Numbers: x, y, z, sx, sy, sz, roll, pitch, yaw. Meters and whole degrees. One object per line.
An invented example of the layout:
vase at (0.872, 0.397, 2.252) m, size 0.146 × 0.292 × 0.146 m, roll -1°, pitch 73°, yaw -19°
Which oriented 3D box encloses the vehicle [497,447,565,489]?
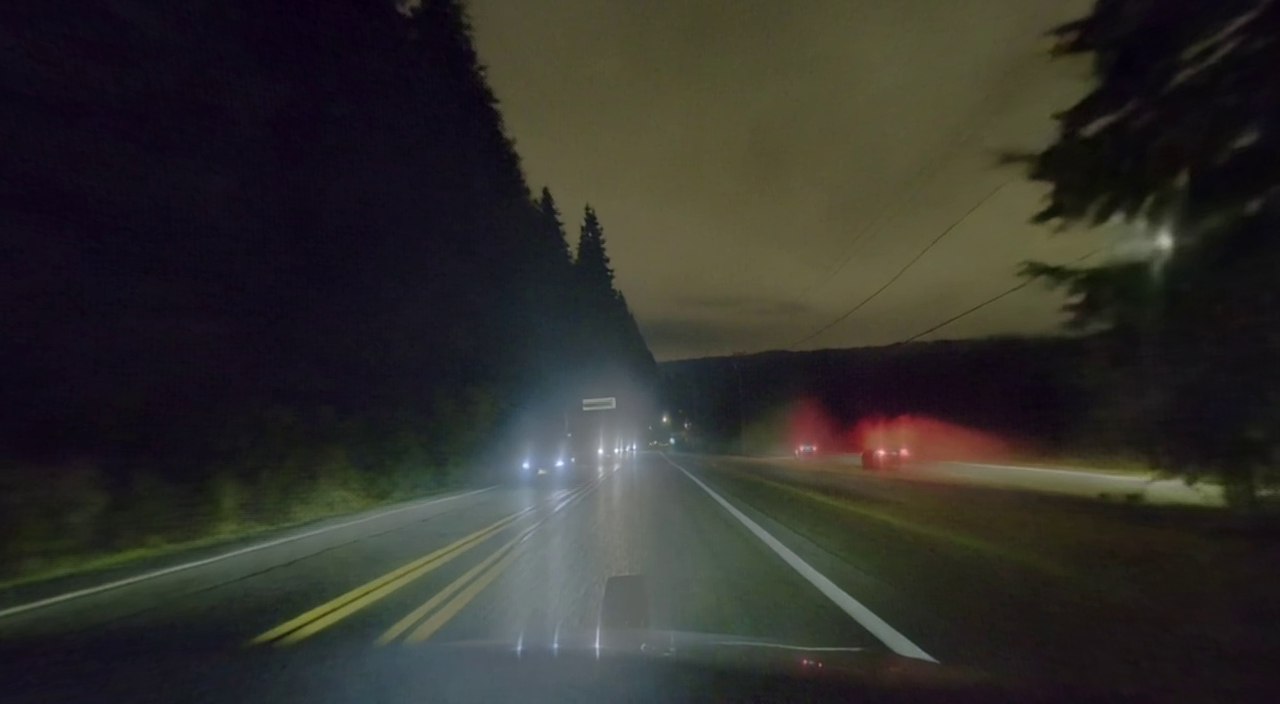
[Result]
vehicle at (-4.111, 4.426, 24.339) m, size 1.816 × 1.473 × 3.689 m, roll -1°, pitch -9°, yaw 2°
